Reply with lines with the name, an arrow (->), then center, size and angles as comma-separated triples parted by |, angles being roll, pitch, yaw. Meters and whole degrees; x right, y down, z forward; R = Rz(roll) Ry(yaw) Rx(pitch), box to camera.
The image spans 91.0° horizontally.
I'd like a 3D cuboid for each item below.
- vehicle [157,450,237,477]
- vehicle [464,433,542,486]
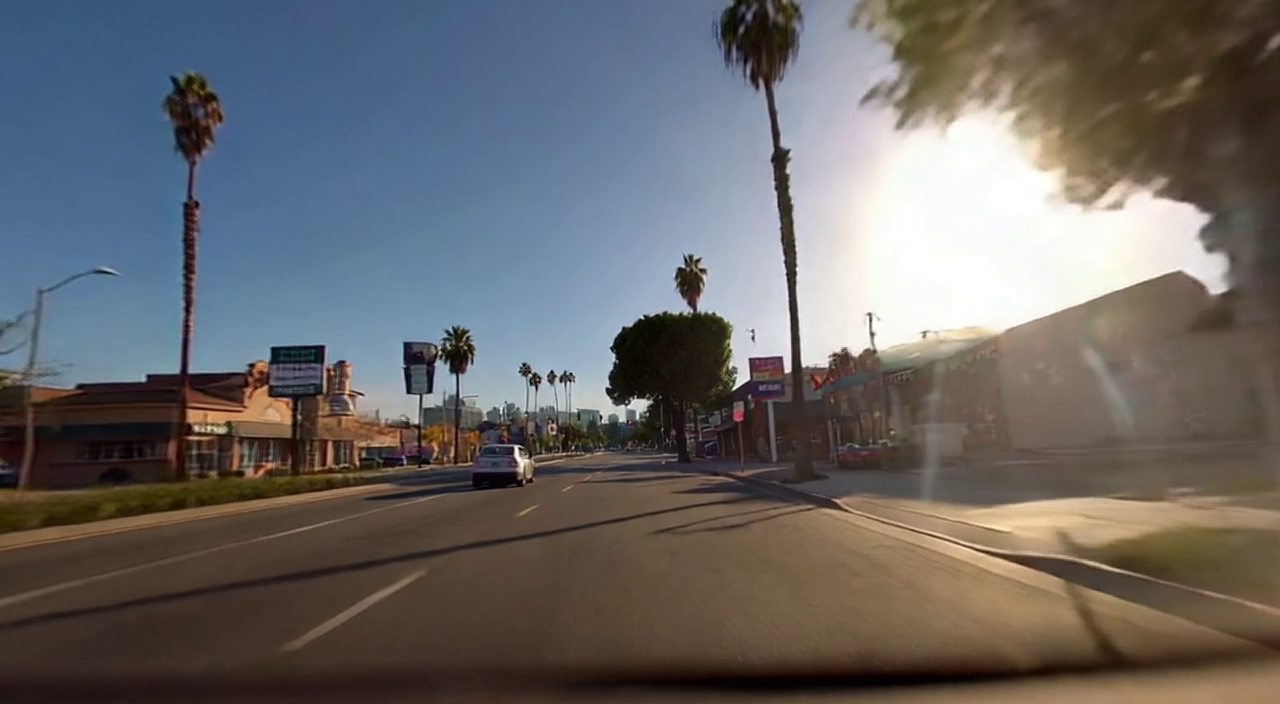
vehicle -> -34.318, 8.623, 48.802 | 4.863, 1.903, 2.481 | -3, -9, 18
vehicle -> -5.214, 4.151, 24.585 | 2.136, 1.844, 4.363 | 0, -8, -1
